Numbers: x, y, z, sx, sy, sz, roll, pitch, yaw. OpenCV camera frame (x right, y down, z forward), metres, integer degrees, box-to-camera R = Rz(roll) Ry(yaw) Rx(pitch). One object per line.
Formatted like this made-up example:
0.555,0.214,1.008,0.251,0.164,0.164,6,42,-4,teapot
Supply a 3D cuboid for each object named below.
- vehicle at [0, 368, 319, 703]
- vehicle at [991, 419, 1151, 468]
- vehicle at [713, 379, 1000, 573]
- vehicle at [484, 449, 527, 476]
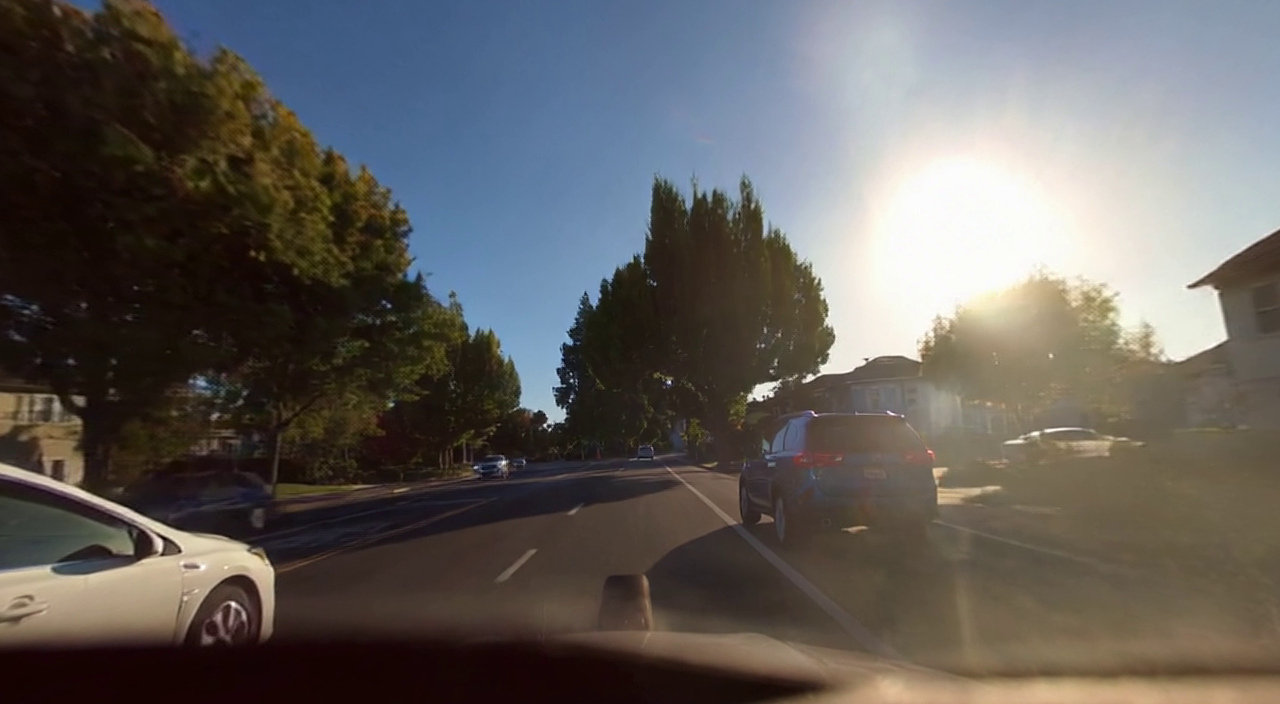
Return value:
-3.251,0.875,2.006,2.058,1.659,4.514,-1,-8,0,vehicle
15.929,3.400,23.489,4.392,1.701,1.991,-1,-8,2,vehicle
2.665,1.741,9.673,2.338,2.063,5.592,0,-8,-1,vehicle
-9.381,7.731,44.195,2.058,1.718,4.232,-1,-8,0,vehicle
